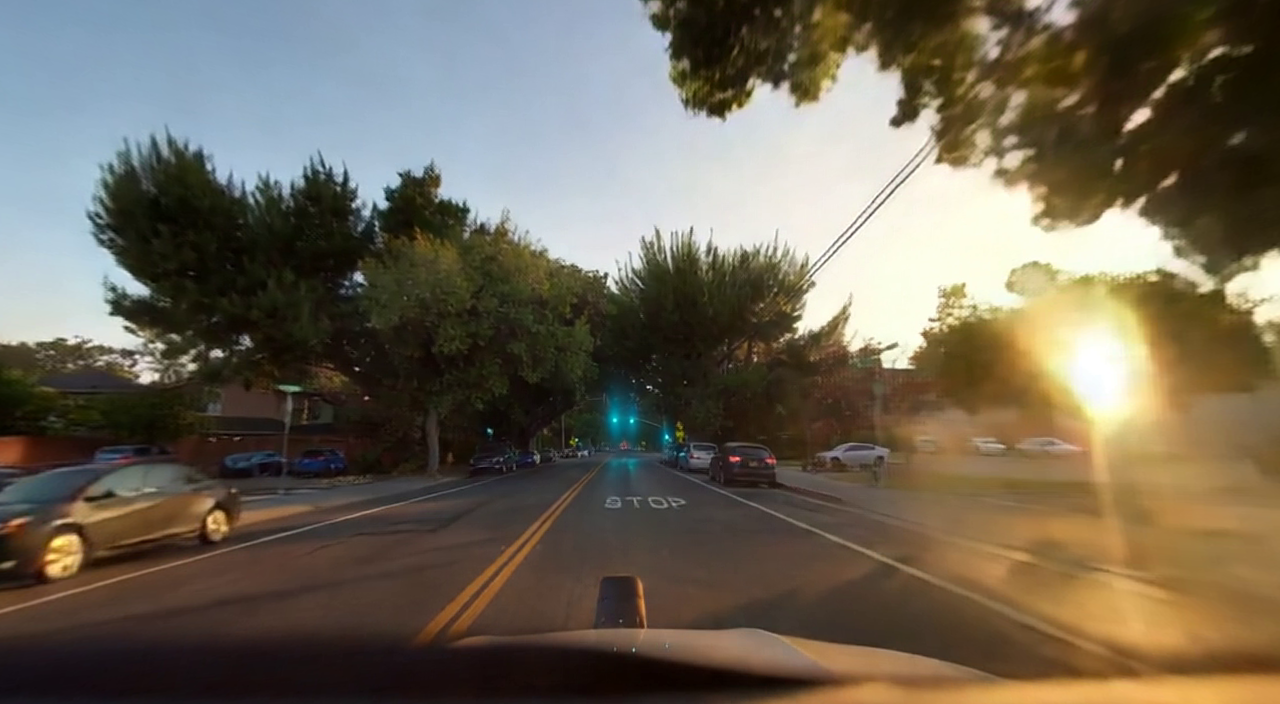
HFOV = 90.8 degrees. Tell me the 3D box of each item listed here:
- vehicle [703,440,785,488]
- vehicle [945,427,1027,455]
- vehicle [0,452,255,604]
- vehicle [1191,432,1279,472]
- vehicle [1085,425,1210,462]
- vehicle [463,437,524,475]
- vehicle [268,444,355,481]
[{"bbox_3d":[3.643,4.009,22.955,1.955,1.536,4.395,0,-8,-4],"label":"vehicle"},{"bbox_3d":[24.317,6.313,44.473,4.476,1.795,2.055,-1,-9,-2],"label":"vehicle"},{"bbox_3d":[-7.331,2.061,8.221,1.954,1.430,4.395,0,-8,-2],"label":"vehicle"},{"bbox_3d":[24.924,4.011,25.381,3.711,1.539,1.901,0,-8,-1],"label":"vehicle"},{"bbox_3d":[24.778,4.500,30.961,4.213,1.644,2.105,-2,-9,1],"label":"vehicle"},{"bbox_3d":[-8.398,6.002,36.826,2.420,2.004,5.615,0,-8,-2],"label":"vehicle"},{"bbox_3d":[-14.889,5.010,28.882,1.848,1.562,3.827,0,-8,1],"label":"vehicle"}]
